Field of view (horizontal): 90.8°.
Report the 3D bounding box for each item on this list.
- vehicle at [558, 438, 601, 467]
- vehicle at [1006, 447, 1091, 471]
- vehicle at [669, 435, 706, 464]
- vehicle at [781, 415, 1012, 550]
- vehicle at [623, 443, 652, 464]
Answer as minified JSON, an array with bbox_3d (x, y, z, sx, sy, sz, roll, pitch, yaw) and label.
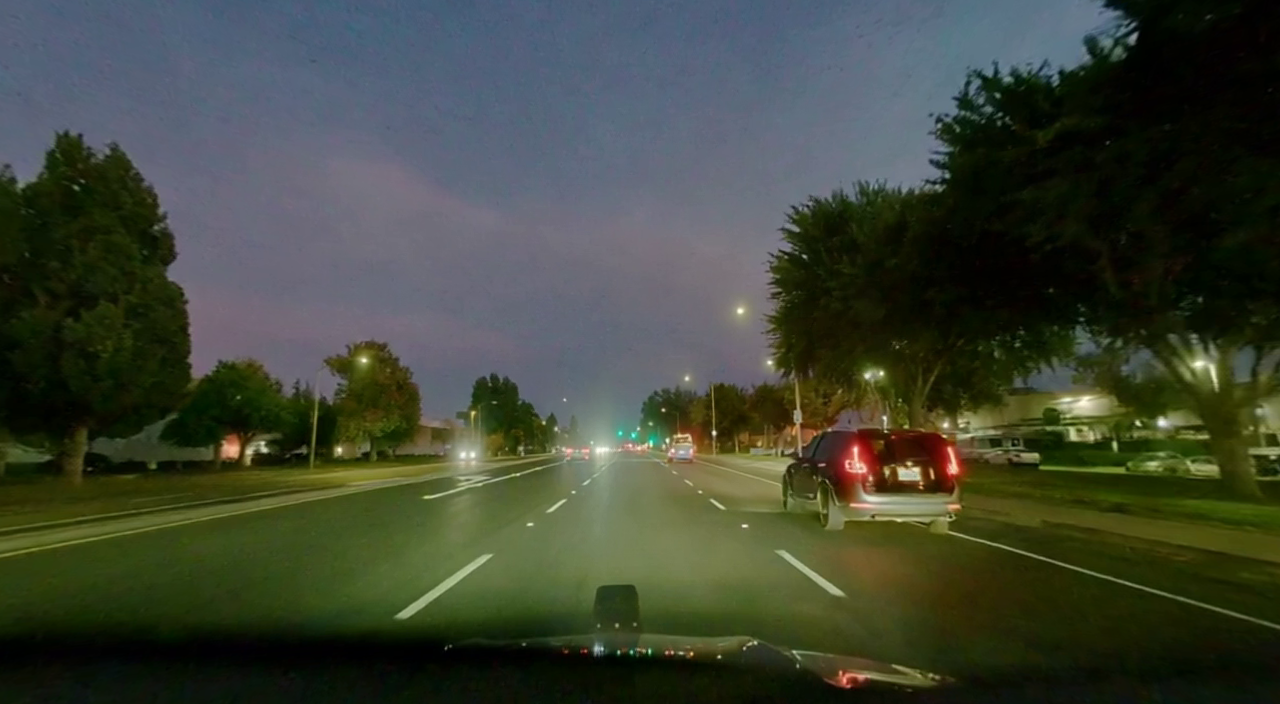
[{"bbox_3d":[-3.907,6.610,41.652,2.220,1.793,4.885,0,-8,2],"label":"vehicle"},{"bbox_3d":[28.076,7.347,43.516,4.413,1.580,2.028,0,-8,2],"label":"vehicle"},{"bbox_3d":[3.427,7.220,46.774,2.197,2.034,4.667,0,-8,-2],"label":"vehicle"},{"bbox_3d":[3.997,2.103,10.841,2.060,1.816,4.343,0,-8,-1],"label":"vehicle"},{"bbox_3d":[-0.219,7.554,47.090,2.074,1.463,4.016,0,-8,-1],"label":"vehicle"}]
